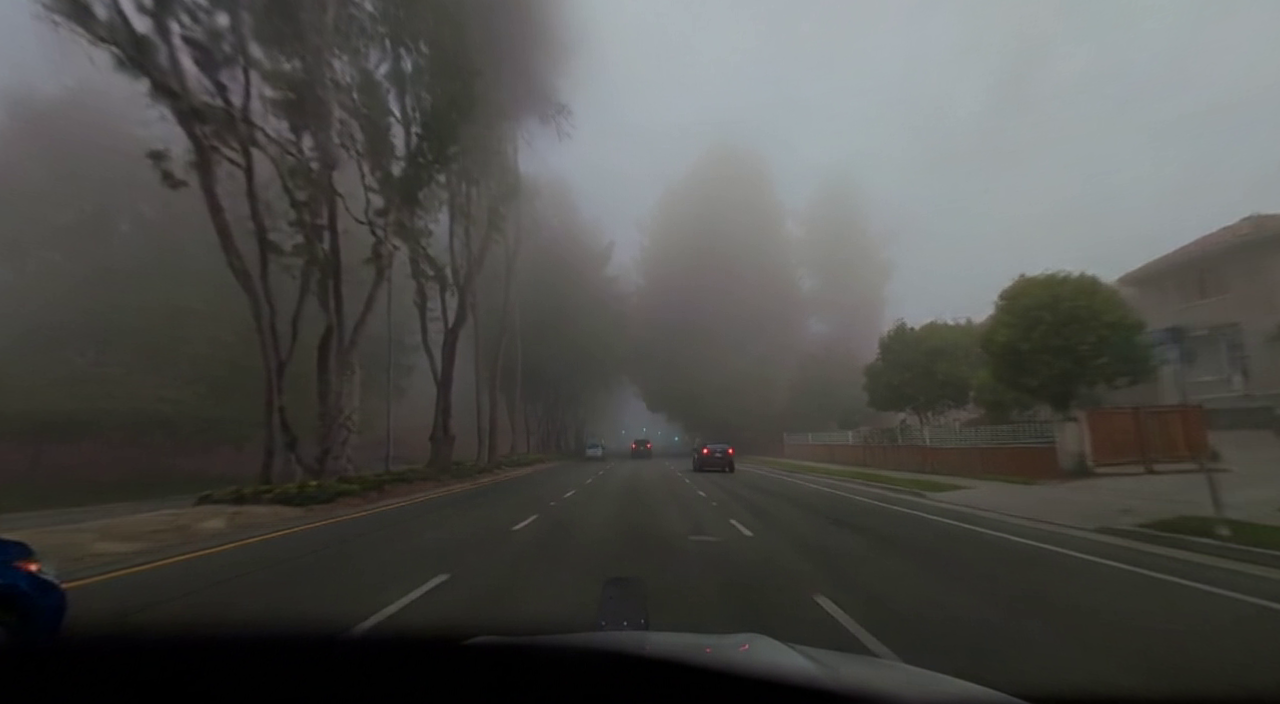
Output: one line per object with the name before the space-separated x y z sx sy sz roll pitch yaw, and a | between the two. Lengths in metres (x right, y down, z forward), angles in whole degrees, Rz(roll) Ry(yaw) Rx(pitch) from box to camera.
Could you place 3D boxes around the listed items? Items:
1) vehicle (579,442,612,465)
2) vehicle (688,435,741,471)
vehicle | -2.998 6.912 43.228 1.940 1.473 4.133 0 -8 1
vehicle | 3.804 5.235 32.819 2.182 1.688 4.187 0 -8 -1
